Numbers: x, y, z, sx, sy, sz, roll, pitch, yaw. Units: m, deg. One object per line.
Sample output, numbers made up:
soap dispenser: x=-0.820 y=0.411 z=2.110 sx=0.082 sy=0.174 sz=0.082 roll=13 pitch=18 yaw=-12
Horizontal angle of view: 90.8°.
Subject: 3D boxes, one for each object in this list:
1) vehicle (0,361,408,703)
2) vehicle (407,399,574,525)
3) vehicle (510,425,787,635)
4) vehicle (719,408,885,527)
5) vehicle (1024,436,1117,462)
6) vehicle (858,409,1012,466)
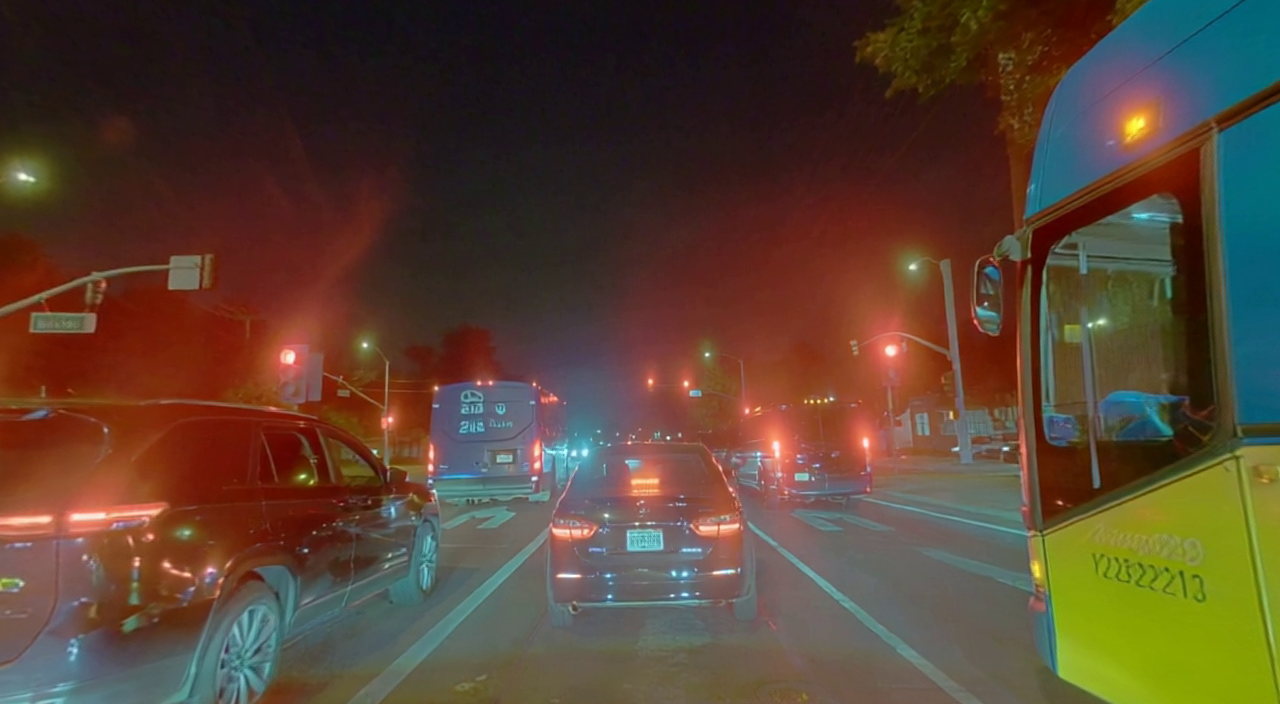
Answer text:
vehicle: x=-3.419 y=1.178 z=4.625 sx=1.921 sy=1.701 sz=3.989 roll=0 pitch=-8 yaw=-1
vehicle: x=-2.947 y=2.352 z=13.956 sx=2.335 sy=2.221 sz=5.165 roll=0 pitch=-8 yaw=1
vehicle: x=0.055 y=1.550 z=6.412 sx=1.976 sy=1.485 sz=3.624 roll=0 pitch=-8 yaw=0
vehicle: x=3.143 y=2.403 z=13.678 sx=2.143 sy=2.036 sz=5.367 roll=0 pitch=-8 yaw=0
vehicle: x=25.832 y=5.831 z=38.005 sx=4.229 sy=1.489 sz=1.794 roll=0 pitch=-8 yaw=-1
vehicle: x=17.564 y=5.138 z=37.934 sx=7.839 sy=3.213 sz=2.628 roll=0 pitch=-9 yaw=-3
